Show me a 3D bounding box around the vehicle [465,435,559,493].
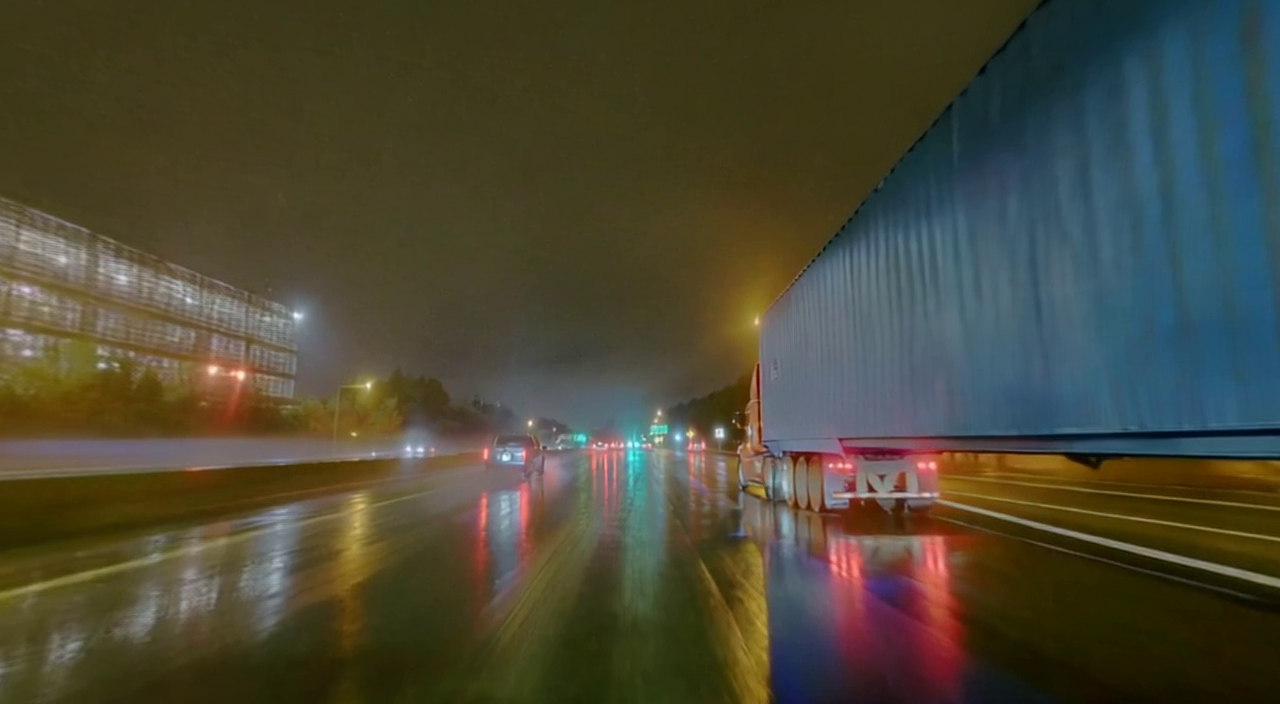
[{"bbox_3d":[-3.713,3.333,19.043,1.954,1.528,4.010,0,-9,1],"label":"vehicle"}]

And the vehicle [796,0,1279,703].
[{"bbox_3d":[3.920,-0.193,3.348,2.893,3.992,13.605,0,-8,1],"label":"vehicle"}]
